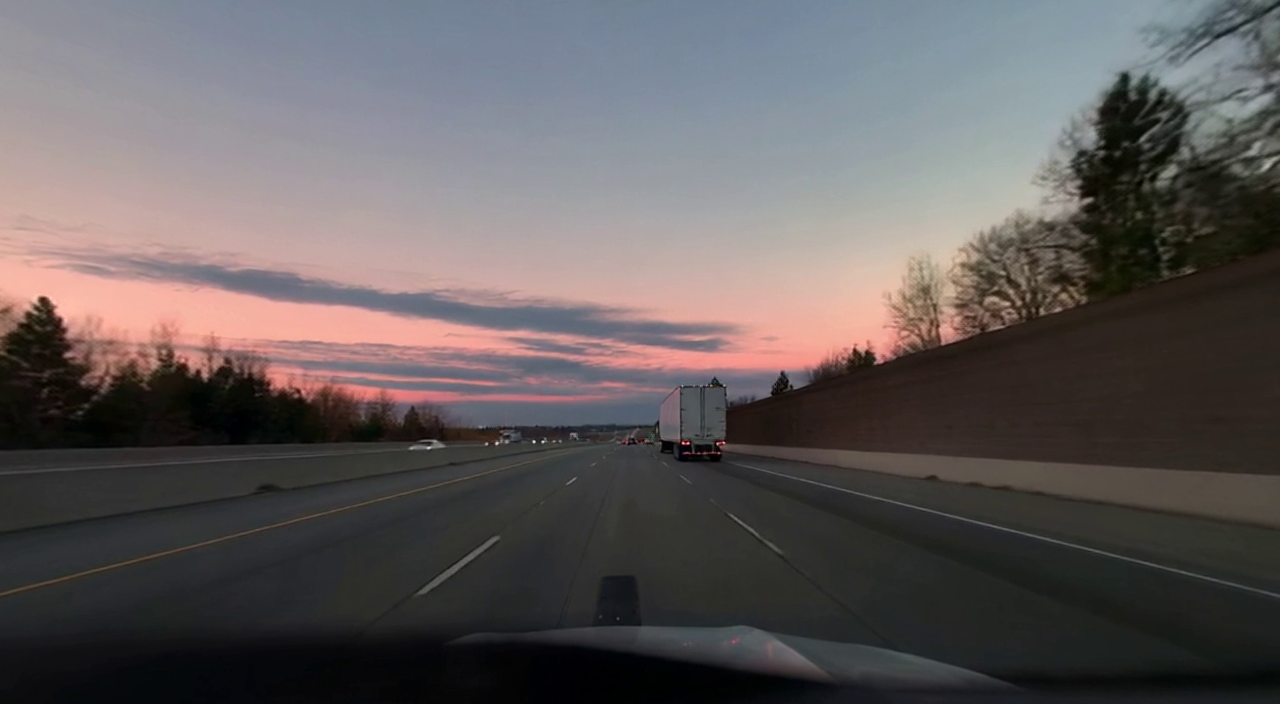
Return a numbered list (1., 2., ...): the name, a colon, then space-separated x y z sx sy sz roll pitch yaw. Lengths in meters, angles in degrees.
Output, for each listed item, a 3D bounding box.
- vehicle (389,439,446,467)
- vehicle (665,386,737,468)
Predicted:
1. vehicle: -12.740 5.781 36.245 1.803 1.450 4.054 0 -8 -1
2. vehicle: 3.418 4.814 40.018 2.979 4.161 15.508 1 -7 0
